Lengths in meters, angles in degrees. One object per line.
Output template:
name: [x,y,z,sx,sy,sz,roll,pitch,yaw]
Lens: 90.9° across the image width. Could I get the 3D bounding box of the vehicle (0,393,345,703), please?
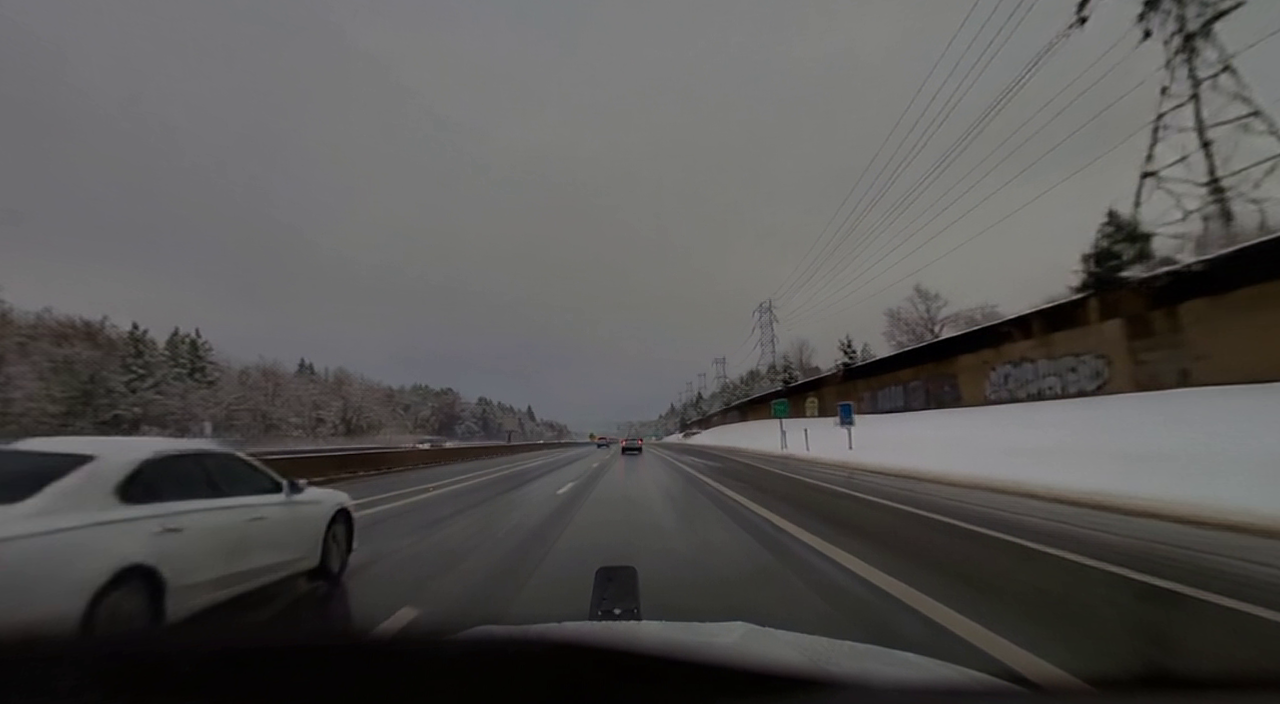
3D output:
vehicle: [-3.566,0.989,3.005,2.000,1.513,4.901,0,-8,-1]
